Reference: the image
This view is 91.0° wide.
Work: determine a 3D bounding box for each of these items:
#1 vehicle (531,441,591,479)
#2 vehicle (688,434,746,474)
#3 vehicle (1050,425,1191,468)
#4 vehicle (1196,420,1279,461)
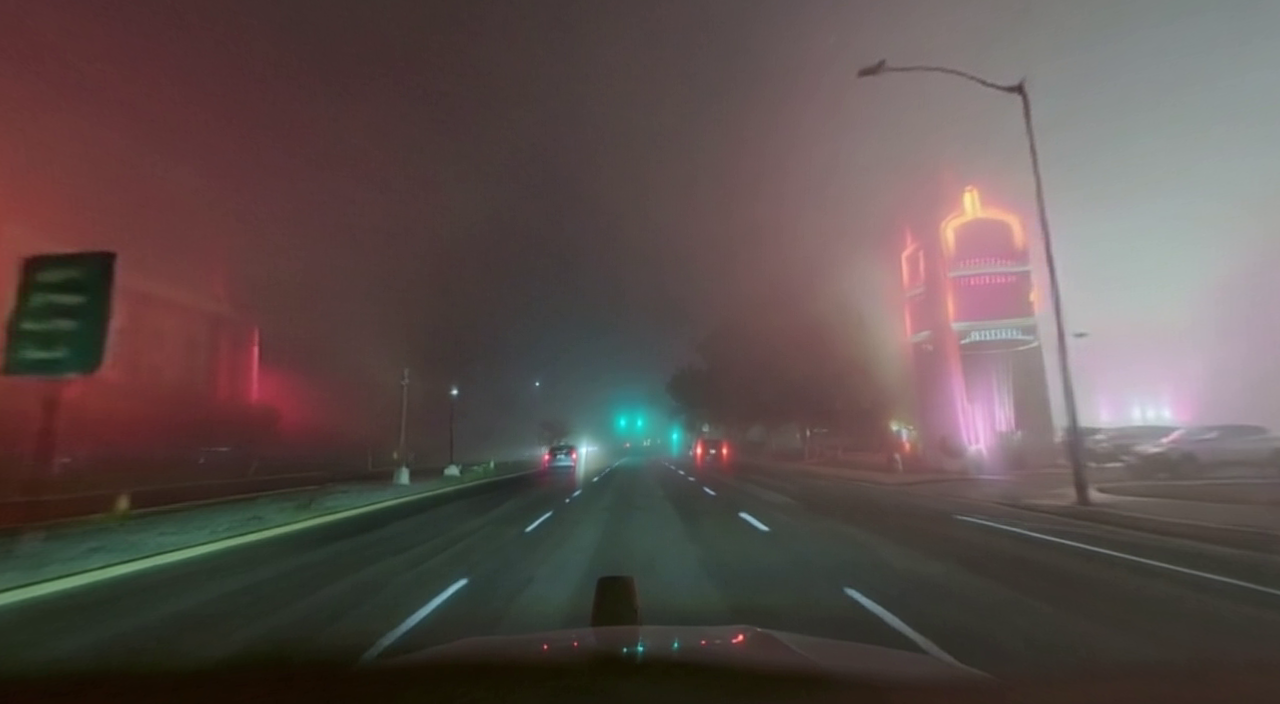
[{"bbox_3d":[-3.331,4.635,27.288,2.005,1.477,4.169,0,-8,0],"label":"vehicle"},{"bbox_3d":[3.518,4.742,29.456,2.083,1.743,4.354,0,-8,-1],"label":"vehicle"},{"bbox_3d":[17.649,3.504,23.424,1.830,1.444,4.386,0,-8,1],"label":"vehicle"},{"bbox_3d":[23.642,3.293,23.458,1.769,1.445,4.333,0,-8,-2],"label":"vehicle"}]
